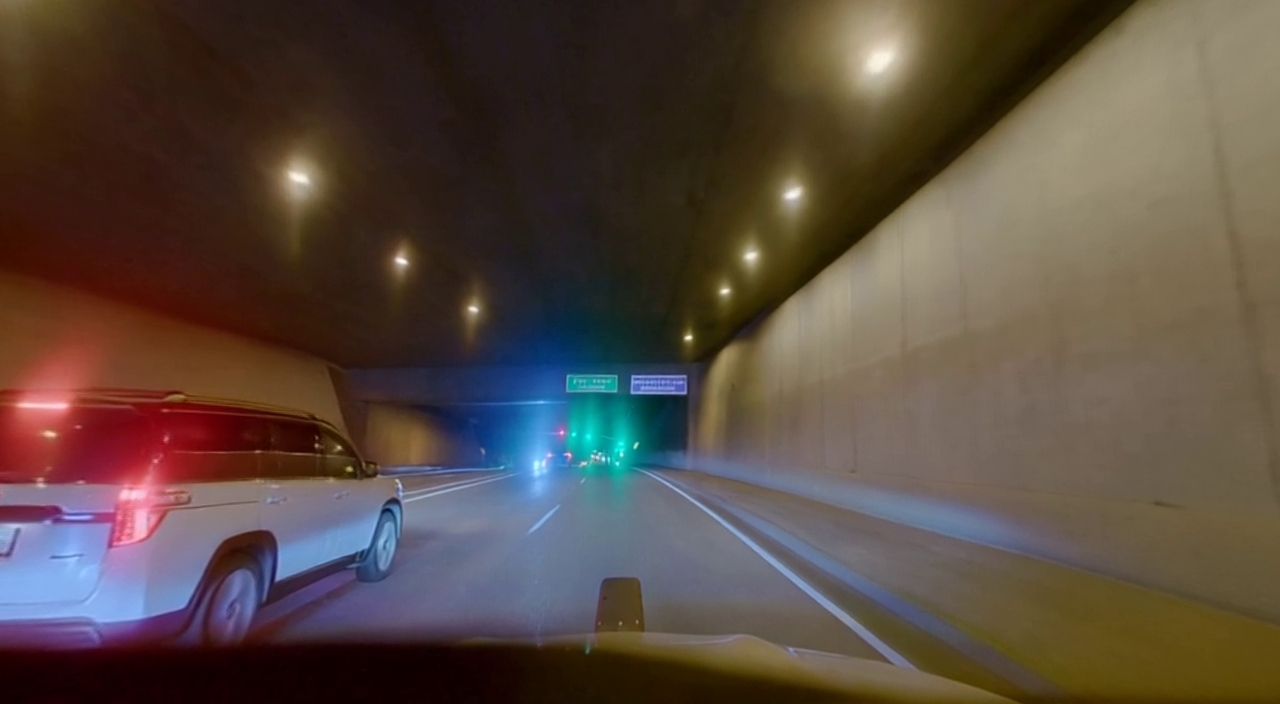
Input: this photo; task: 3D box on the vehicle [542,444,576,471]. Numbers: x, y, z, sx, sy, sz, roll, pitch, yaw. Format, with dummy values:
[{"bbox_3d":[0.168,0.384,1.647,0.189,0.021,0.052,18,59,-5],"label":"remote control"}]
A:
[{"bbox_3d":[-5.479,7.186,43.255,1.961,1.725,4.315,0,-9,-3],"label":"vehicle"}]
